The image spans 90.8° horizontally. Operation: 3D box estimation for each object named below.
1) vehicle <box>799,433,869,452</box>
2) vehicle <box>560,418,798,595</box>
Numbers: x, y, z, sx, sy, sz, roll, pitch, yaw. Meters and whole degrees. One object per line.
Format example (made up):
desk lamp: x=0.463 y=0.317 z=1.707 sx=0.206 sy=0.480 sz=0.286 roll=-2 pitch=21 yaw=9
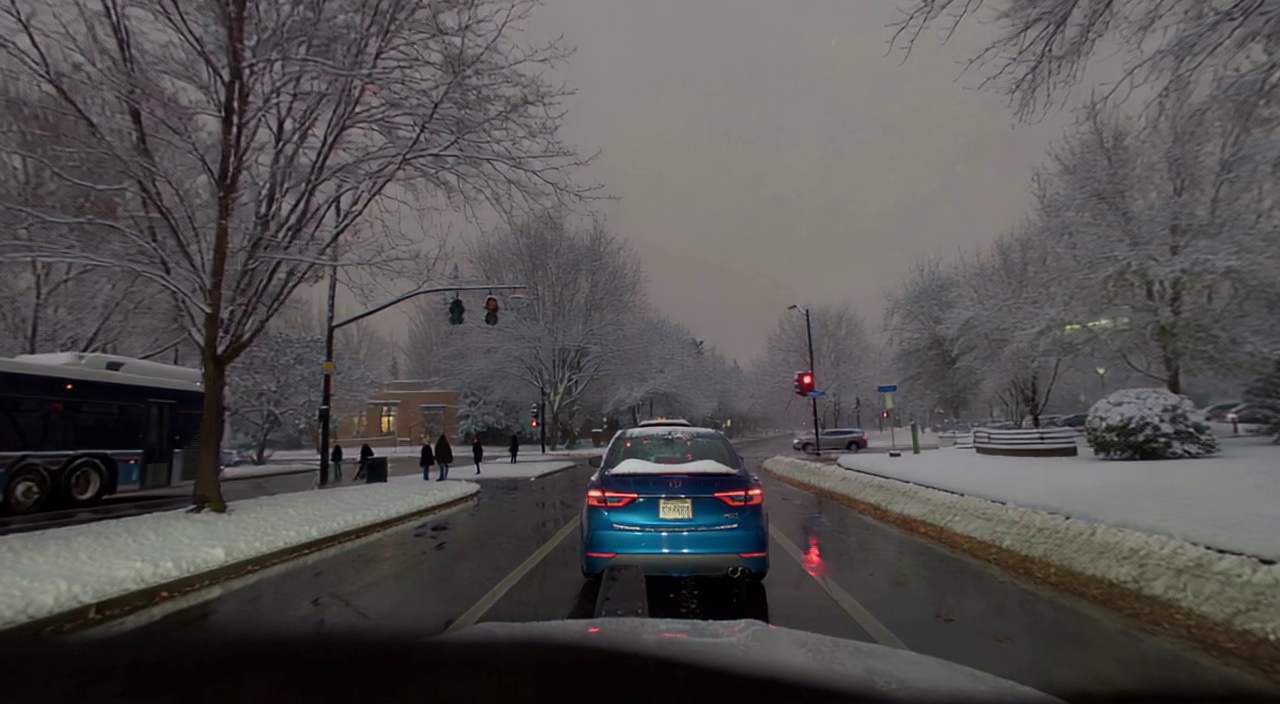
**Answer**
vehicle: x=15.091 y=7.069 z=49.329 sx=4.830 sy=1.461 sz=1.883 roll=0 pitch=-8 yaw=2
vehicle: x=0.370 y=1.615 z=7.393 sx=2.035 sy=1.499 sz=3.799 roll=0 pitch=-8 yaw=1
